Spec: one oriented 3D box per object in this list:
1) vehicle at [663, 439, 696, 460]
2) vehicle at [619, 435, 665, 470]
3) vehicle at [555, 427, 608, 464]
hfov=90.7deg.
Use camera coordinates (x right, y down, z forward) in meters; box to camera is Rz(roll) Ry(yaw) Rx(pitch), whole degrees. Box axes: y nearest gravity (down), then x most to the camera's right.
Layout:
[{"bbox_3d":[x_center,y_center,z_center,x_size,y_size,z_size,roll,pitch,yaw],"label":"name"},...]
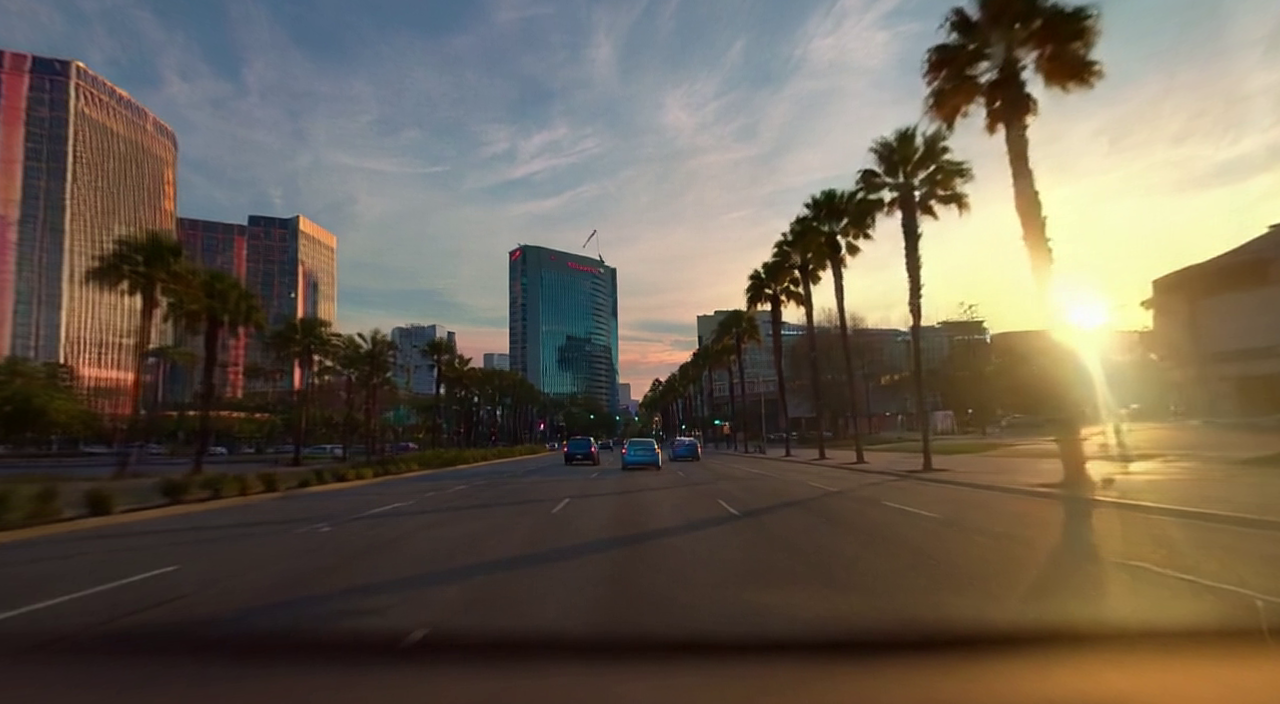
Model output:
[{"bbox_3d":[2.914,7.359,47.830,2.085,1.482,4.491,0,-9,-2],"label":"vehicle"},{"bbox_3d":[0.060,5.025,31.834,2.160,1.615,4.117,0,-9,-1],"label":"vehicle"},{"bbox_3d":[-3.411,5.703,38.429,2.672,2.064,5.681,0,-9,0],"label":"vehicle"}]
